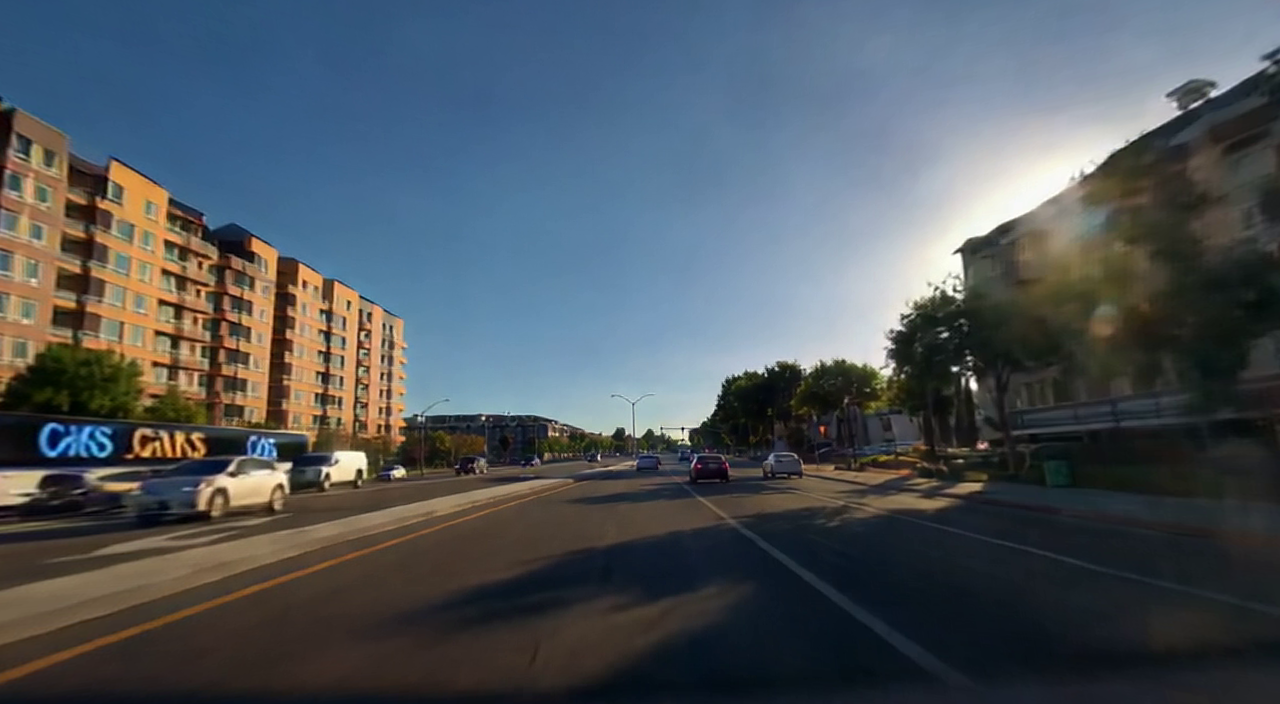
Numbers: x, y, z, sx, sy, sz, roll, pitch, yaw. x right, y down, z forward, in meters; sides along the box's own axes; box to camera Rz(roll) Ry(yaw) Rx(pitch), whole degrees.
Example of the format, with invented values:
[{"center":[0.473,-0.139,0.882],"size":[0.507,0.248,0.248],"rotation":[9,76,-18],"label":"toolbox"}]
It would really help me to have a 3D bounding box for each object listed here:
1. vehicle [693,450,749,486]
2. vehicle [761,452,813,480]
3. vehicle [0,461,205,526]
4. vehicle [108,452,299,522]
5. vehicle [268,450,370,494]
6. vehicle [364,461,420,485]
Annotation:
[{"center":[3.660,5.330,29.328],"size":[2.020,1.479,4.650],"rotation":[0,-9,0],"label":"vehicle"},{"center":[8.180,6.332,35.443],"size":[1.932,1.439,4.159],"rotation":[0,-9,0],"label":"vehicle"},{"center":[-14.915,3.894,17.899],"size":[1.918,1.485,4.412],"rotation":[-1,-9,1],"label":"vehicle"},{"center":[-11.535,3.545,17.165],"size":[1.919,1.602,4.346],"rotation":[-1,-9,3],"label":"vehicle"},{"center":[-14.503,5.427,28.905],"size":[2.024,1.798,4.588],"rotation":[-1,-9,3],"label":"vehicle"},{"center":[-17.185,8.395,44.019],"size":[1.804,1.421,4.659],"rotation":[-1,-9,3],"label":"vehicle"}]
